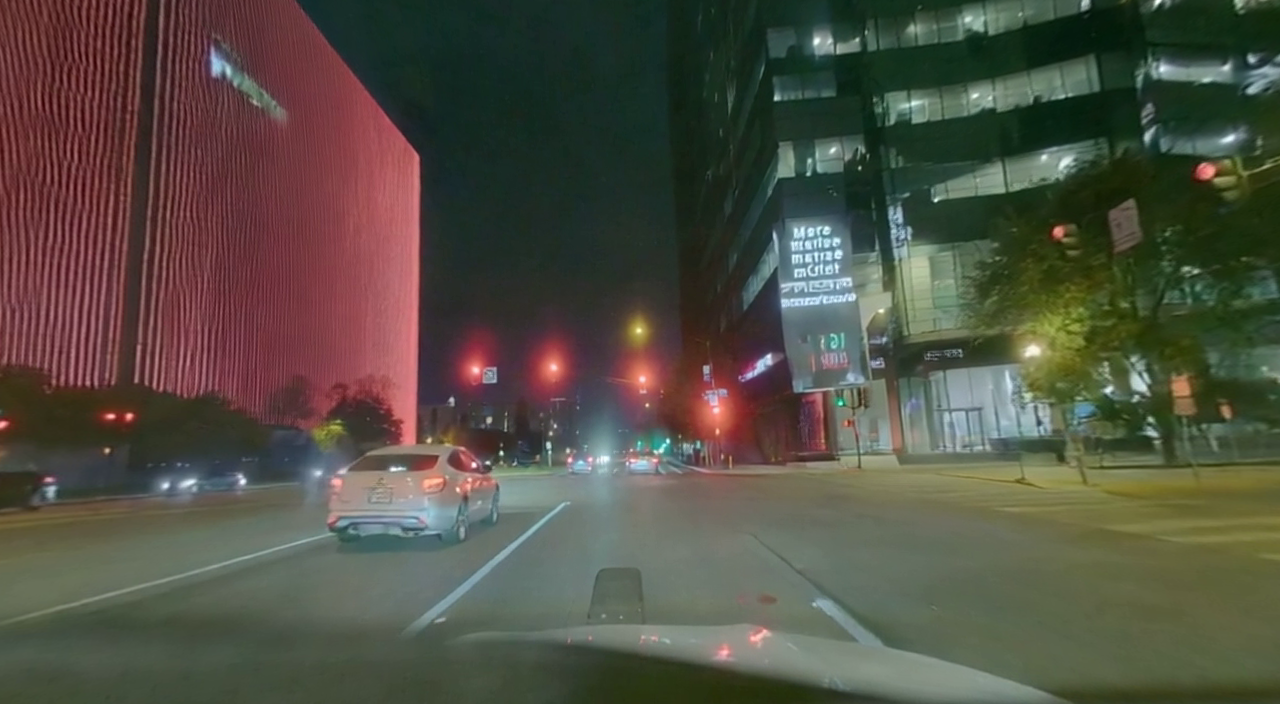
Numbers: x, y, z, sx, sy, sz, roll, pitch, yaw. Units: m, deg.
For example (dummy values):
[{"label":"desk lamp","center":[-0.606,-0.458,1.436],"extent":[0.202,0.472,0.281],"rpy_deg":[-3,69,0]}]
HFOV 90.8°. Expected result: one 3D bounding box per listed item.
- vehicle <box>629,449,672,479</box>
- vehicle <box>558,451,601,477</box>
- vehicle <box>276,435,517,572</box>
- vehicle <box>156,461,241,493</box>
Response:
[{"label":"vehicle","center":[0.483,5.794,32.966],"extent":[2.102,1.482,4.125],"rpy_deg":[0,-9,0]},{"label":"vehicle","center":[-3.515,6.569,37.390],"extent":[2.088,1.430,4.482],"rpy_deg":[0,-9,0]},{"label":"vehicle","center":[-3.169,2.033,9.206],"extent":[1.983,1.545,3.773],"rpy_deg":[0,-9,0]},{"label":"vehicle","center":[-26.773,7.558,38.525],"extent":[1.902,1.670,4.607],"rpy_deg":[0,-9,0]}]
